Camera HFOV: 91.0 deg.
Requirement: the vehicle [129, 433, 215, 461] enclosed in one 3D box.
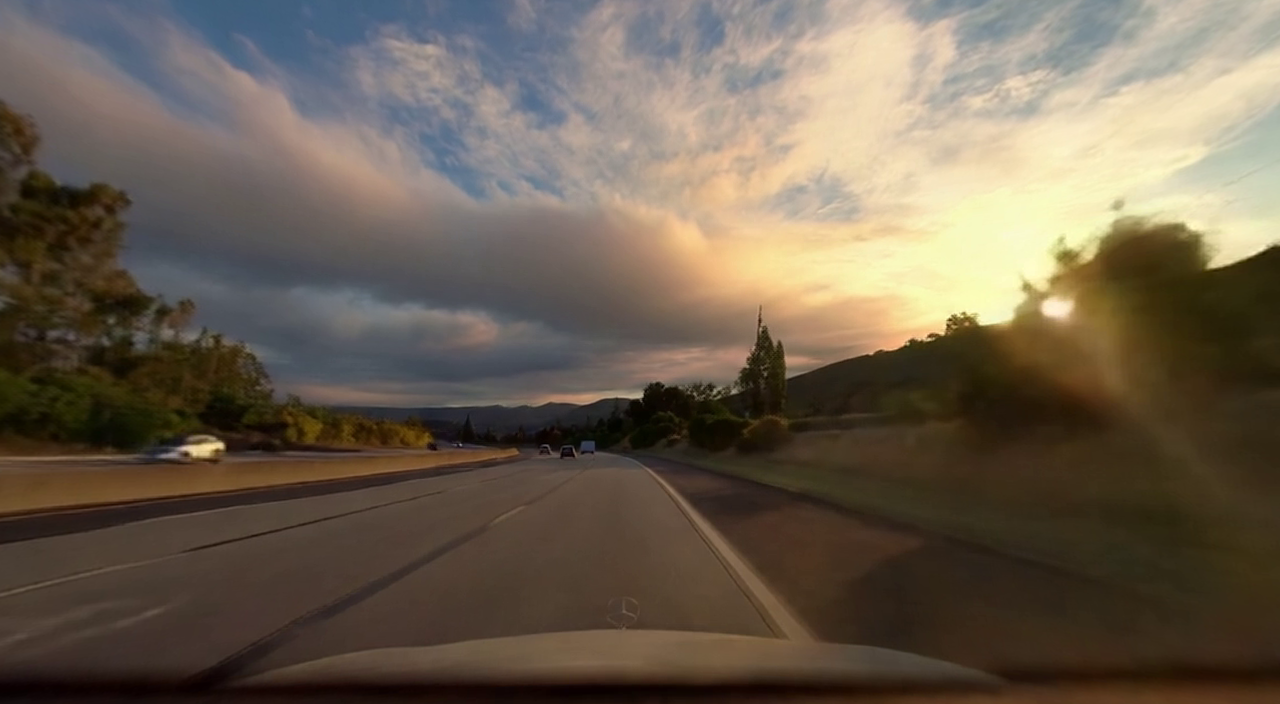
[{"bbox_3d":[-29.413,6.007,39.786,2.052,1.643,4.516,1,-9,-3],"label":"vehicle"}]
